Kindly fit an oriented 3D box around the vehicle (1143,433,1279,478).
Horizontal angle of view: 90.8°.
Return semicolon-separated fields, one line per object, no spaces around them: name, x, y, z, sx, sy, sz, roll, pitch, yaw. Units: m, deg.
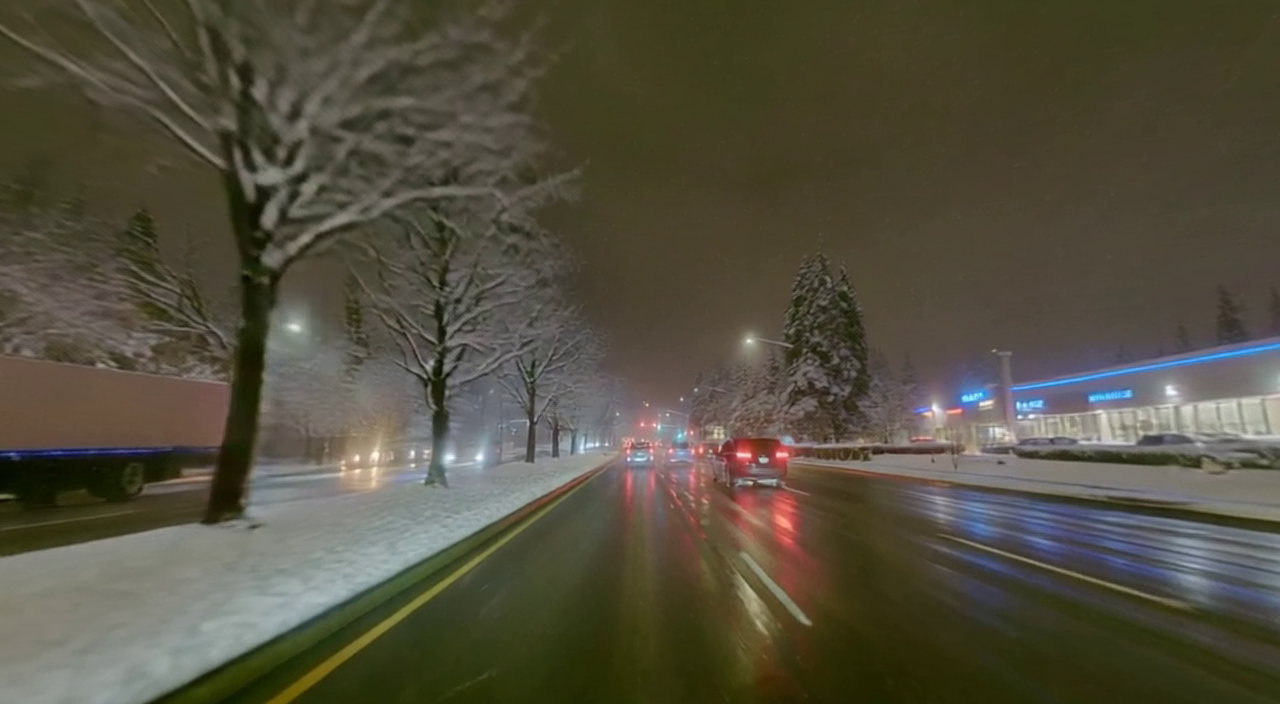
vehicle;20.151;3.493;21.434;4.449;1.431;2.095;0;-8;-4

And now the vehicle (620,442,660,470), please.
vehicle;-0.008;5.747;34.988;2.056;1.440;3.798;0;-8;0

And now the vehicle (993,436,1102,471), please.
vehicle;20.856;5.158;32.431;4.162;1.546;2.051;-2;-7;-5

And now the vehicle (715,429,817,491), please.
vehicle;4.022;3.531;21.059;2.140;1.811;4.593;0;-8;-4

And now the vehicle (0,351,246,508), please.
vehicle;-18.922;2.478;19.500;3.207;4.202;16.118;-1;-9;0

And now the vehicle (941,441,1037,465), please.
vehicle;20.707;5.996;37.590;4.451;1.400;2.108;0;-8;-2

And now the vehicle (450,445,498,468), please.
vehicle;-11.622;7.341;44.650;1.971;1.481;5.500;0;-8;0

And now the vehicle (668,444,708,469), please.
vehicle;2.816;6.182;37.677;1.970;1.402;3.756;0;-8;-1
